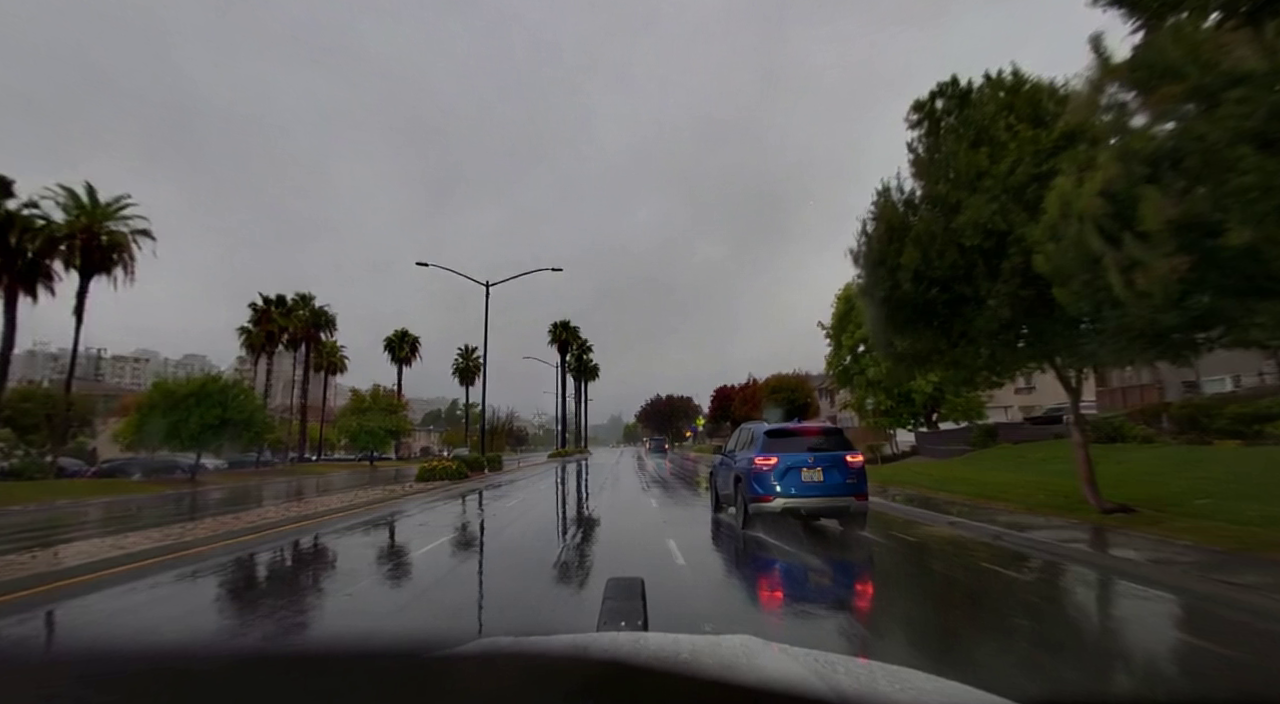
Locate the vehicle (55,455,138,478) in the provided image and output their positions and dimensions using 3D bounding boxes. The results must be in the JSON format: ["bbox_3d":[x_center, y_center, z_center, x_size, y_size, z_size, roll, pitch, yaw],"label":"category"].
[{"bbox_3d":[-37.445,7.860,43.281,4.080,1.476,1.821,-1,-8,4],"label":"vehicle"}]

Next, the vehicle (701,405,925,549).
[{"bbox_3d":[2.431,1.929,10.358,2.195,1.804,4.658,0,-8,-2],"label":"vehicle"}]

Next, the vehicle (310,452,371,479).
[{"bbox_3d":[-17.728,6.693,37.408,2.018,1.438,4.448,1,-8,-9],"label":"vehicle"}]

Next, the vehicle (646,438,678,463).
[{"bbox_3d":[1.651,7.621,48.705,2.172,1.768,4.414,0,-8,-2],"label":"vehicle"}]
